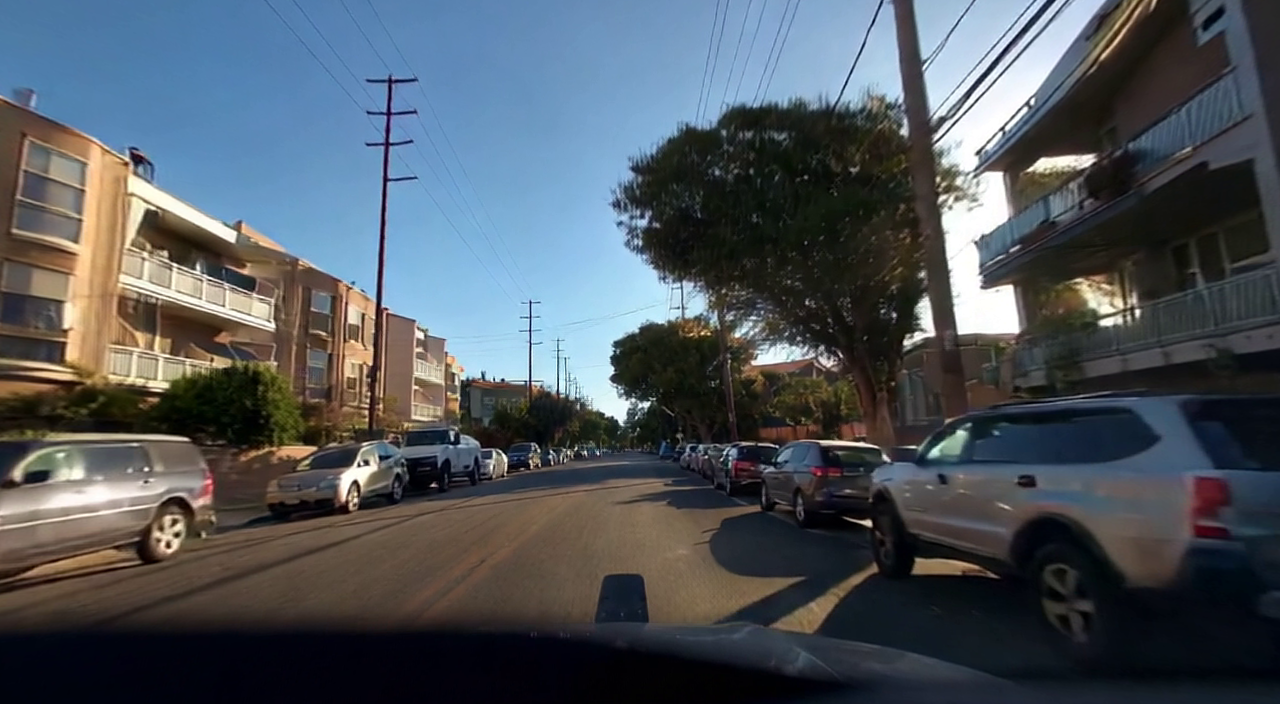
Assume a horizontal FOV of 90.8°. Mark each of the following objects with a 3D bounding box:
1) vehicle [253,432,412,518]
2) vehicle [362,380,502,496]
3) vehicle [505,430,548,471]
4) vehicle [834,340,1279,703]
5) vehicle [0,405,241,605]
[{"bbox_3d":[-7.726,3.122,16.469,1.955,1.804,4.523,-3,-9,-1],"label":"vehicle"},{"bbox_3d":[-7.532,3.307,23.951,2.901,3.610,6.707,-3,-9,1],"label":"vehicle"},{"bbox_3d":[-7.207,6.281,40.456,1.889,2.463,4.142,0,-9,1],"label":"vehicle"},{"bbox_3d":[3.667,1.228,5.467,2.185,1.888,4.724,0,-9,-4],"label":"vehicle"},{"bbox_3d":[-7.579,1.708,7.537,2.209,2.003,5.270,0,-8,-1],"label":"vehicle"}]
